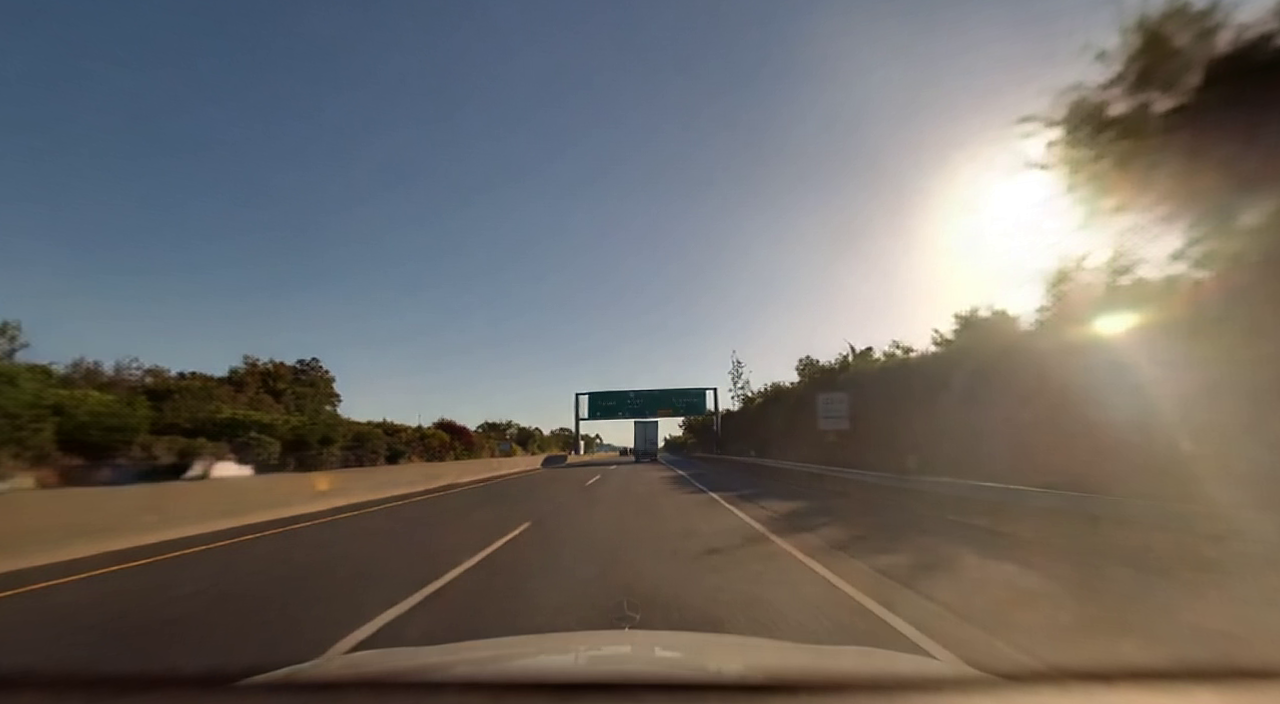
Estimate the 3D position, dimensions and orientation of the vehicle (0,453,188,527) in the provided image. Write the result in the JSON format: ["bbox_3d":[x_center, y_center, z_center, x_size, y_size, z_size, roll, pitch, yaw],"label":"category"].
[{"bbox_3d":[-13.082,3.124,14.815,1.833,1.431,4.206,0,-9,0],"label":"vehicle"}]
